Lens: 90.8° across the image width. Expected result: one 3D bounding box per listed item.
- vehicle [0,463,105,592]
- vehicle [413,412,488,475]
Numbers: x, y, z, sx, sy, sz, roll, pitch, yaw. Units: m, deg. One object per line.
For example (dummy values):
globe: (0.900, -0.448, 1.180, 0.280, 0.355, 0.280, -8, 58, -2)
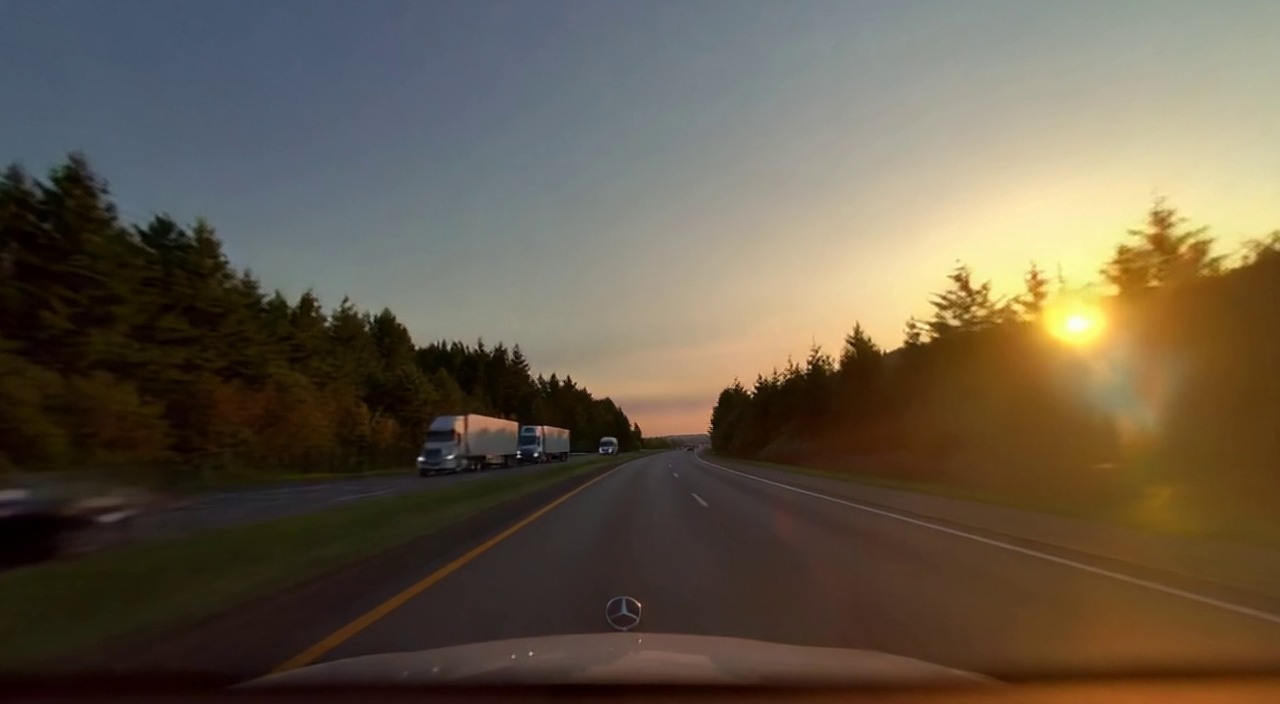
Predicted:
vehicle: (-8.472, 1.938, 6.505, 1.933, 1.464, 4.506, 0, -9, 0)
vehicle: (-12.419, 6.135, 42.019, 3.000, 3.861, 5.713, 0, -9, 2)
